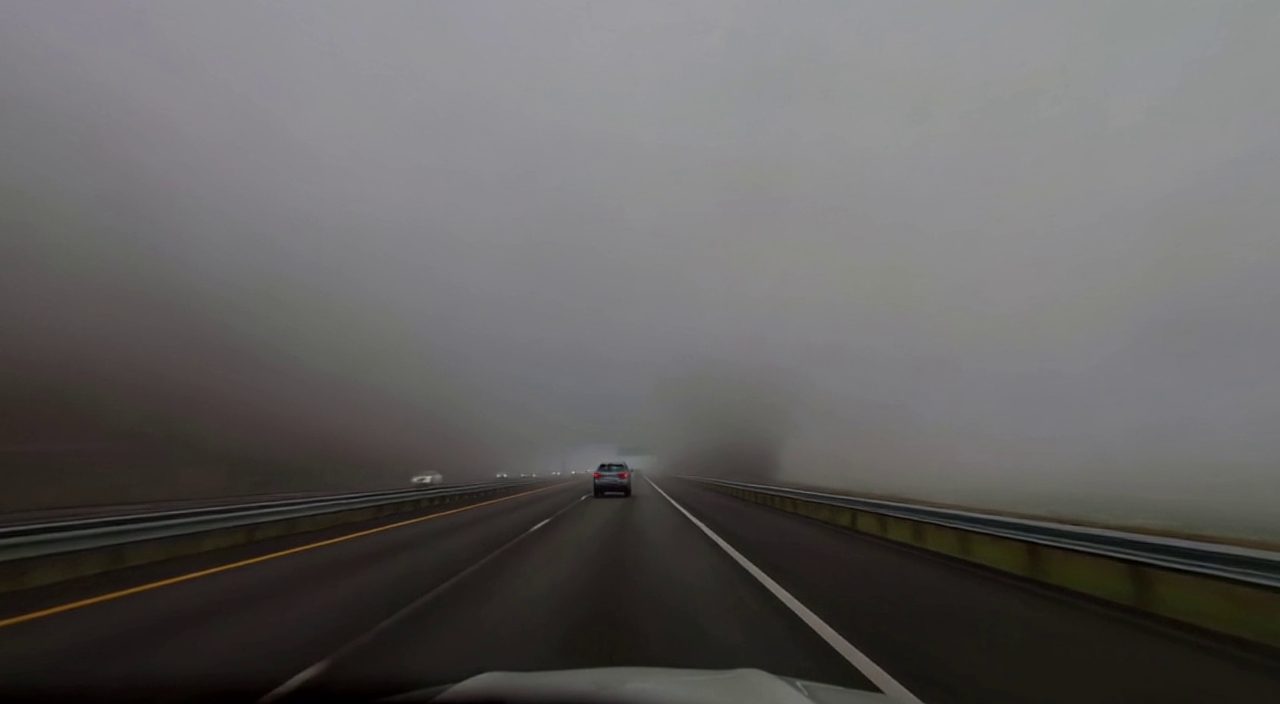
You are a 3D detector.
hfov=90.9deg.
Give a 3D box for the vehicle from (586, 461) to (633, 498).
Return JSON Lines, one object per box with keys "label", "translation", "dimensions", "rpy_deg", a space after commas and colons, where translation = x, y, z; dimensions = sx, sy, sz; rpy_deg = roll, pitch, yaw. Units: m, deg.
{"label": "vehicle", "translation": [-1.466, 6.398, 31.775], "dimensions": [2.107, 1.668, 4.554], "rpy_deg": [1, -11, 0]}
